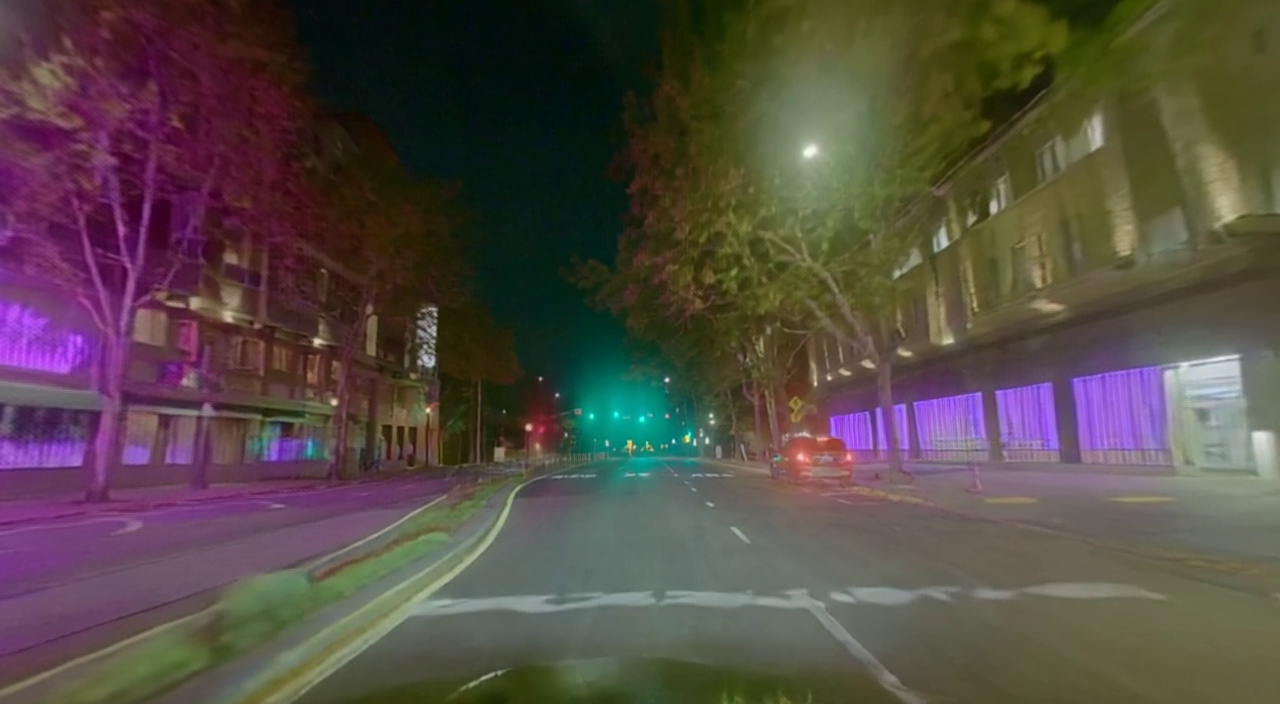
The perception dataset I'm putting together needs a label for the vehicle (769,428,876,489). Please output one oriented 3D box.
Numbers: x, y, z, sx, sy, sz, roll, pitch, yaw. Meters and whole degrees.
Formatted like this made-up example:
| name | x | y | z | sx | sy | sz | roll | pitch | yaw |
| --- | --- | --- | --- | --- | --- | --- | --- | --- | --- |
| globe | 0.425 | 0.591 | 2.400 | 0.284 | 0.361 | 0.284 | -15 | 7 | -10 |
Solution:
| name | x | y | z | sx | sy | sz | roll | pitch | yaw |
| --- | --- | --- | --- | --- | --- | --- | --- | --- | --- |
| vehicle | 6.285 | 3.729 | 22.411 | 2.112 | 1.894 | 4.910 | 0 | -8 | -3 |
